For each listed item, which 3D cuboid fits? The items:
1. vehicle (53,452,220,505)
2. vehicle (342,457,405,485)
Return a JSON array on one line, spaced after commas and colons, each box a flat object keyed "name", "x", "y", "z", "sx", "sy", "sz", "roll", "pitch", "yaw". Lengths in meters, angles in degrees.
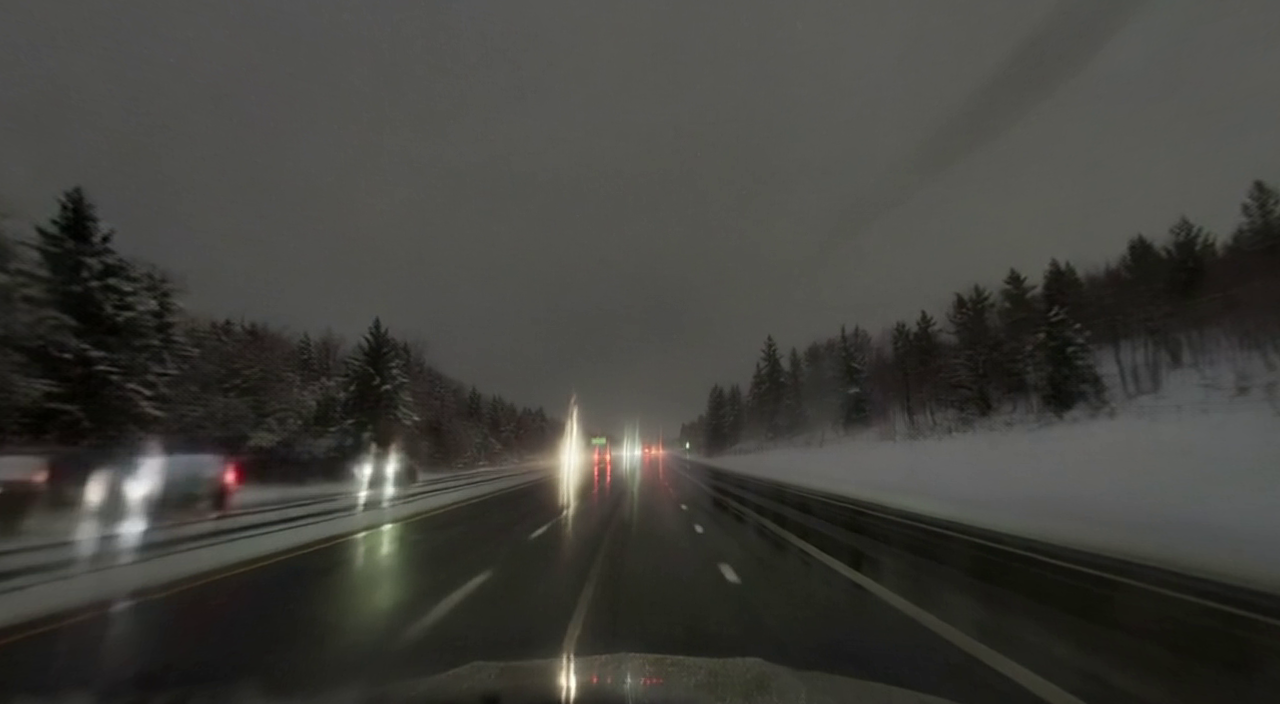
[{"name": "vehicle", "x": -19.383, "y": 4.837, "z": 24.557, "sx": 2.088, "sy": 1.792, "sz": 5.243, "roll": 0, "pitch": -9, "yaw": 1}, {"name": "vehicle", "x": -15.409, "y": 6.919, "z": 36.518, "sx": 1.879, "sy": 1.459, "sz": 3.901, "roll": 0, "pitch": -9, "yaw": 1}]
